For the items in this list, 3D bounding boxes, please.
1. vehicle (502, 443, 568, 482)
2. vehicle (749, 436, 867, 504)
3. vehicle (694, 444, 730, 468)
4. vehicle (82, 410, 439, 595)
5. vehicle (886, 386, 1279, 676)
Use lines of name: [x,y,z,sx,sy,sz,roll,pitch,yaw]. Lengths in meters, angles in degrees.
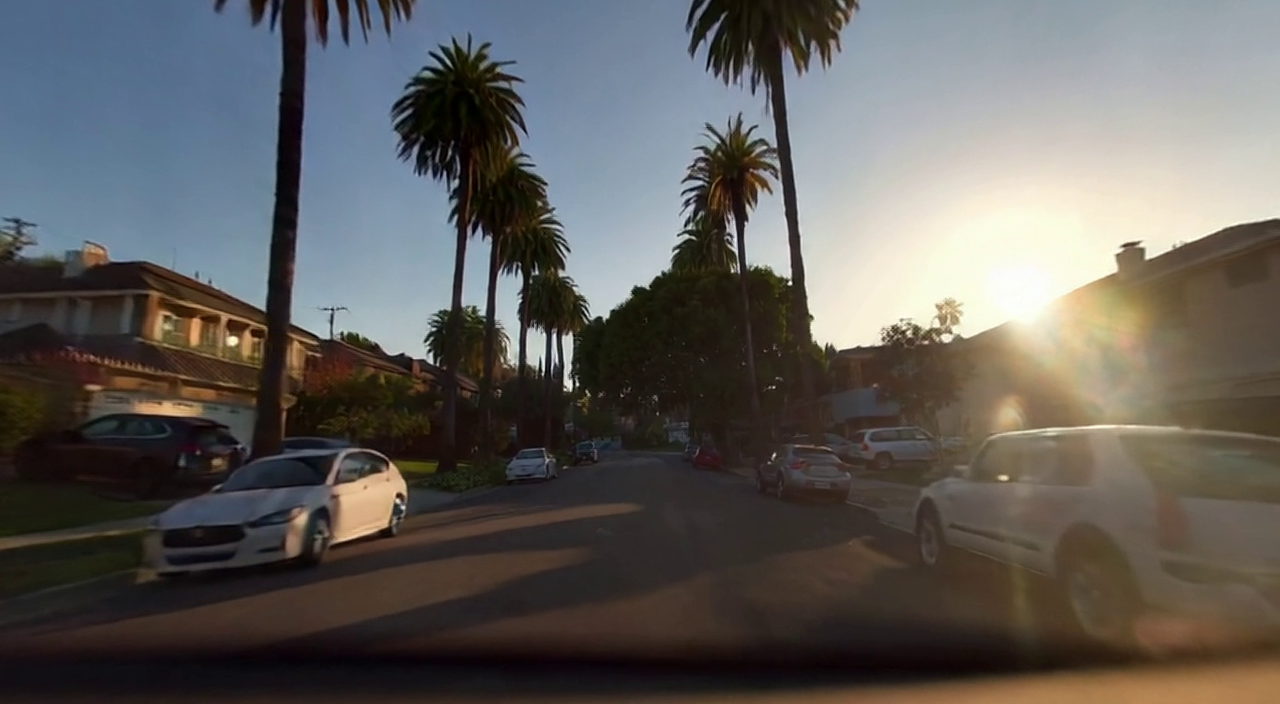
vehicle: [-4.326,4.674,26.825,2.080,1.479,4.531,0,-10,-1]
vehicle: [4.301,3.080,16.936,1.987,1.567,4.112,0,-8,0]
vehicle: [4.725,6.916,42.114,1.867,1.480,4.678,0,-8,1]
vehicle: [-4.582,1.802,8.798,2.147,1.823,4.725,0,-7,-2]
vehicle: [4.127,1.345,5.840,2.072,1.685,4.160,0,-8,1]
